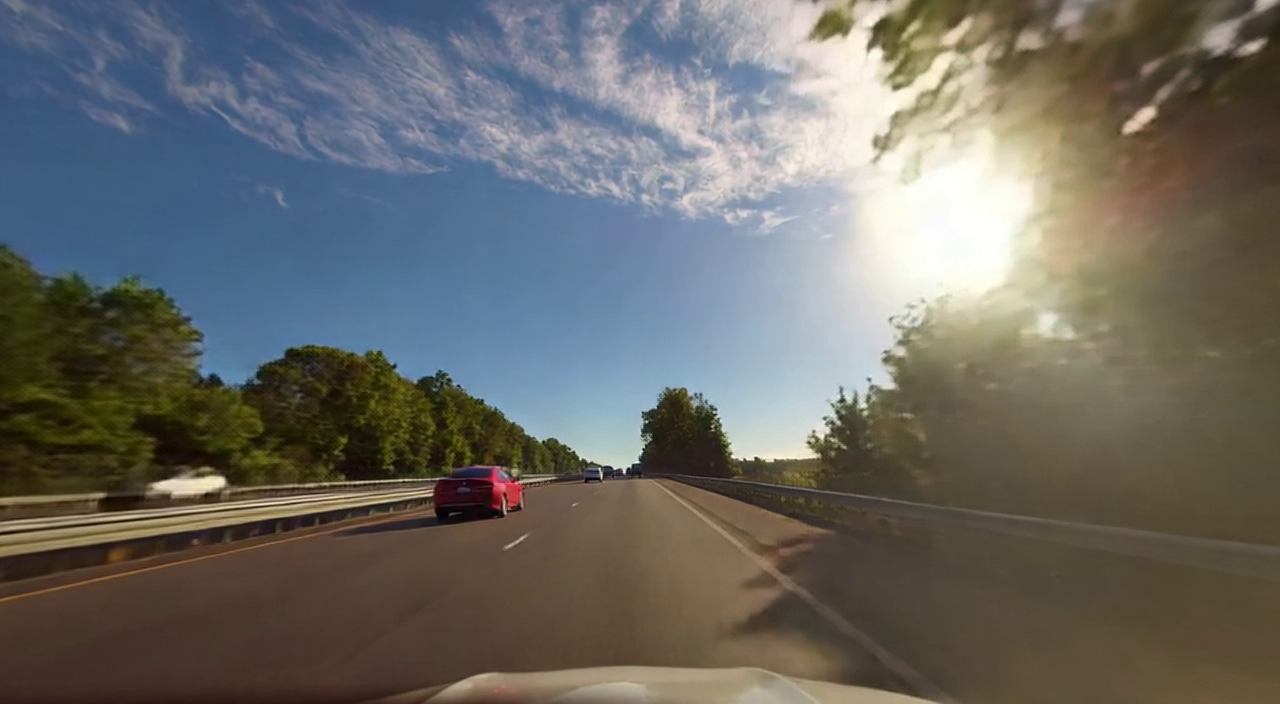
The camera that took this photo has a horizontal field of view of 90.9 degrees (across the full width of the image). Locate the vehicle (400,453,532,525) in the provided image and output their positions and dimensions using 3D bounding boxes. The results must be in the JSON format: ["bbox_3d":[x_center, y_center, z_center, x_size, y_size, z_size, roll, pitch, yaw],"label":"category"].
[{"bbox_3d":[-4.259,3.467,16.300,2.040,1.525,4.603,1,-11,1],"label":"vehicle"}]

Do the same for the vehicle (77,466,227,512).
[{"bbox_3d":[-17.526,4.915,22.954,1.848,1.458,4.489,1,-11,0],"label":"vehicle"}]
